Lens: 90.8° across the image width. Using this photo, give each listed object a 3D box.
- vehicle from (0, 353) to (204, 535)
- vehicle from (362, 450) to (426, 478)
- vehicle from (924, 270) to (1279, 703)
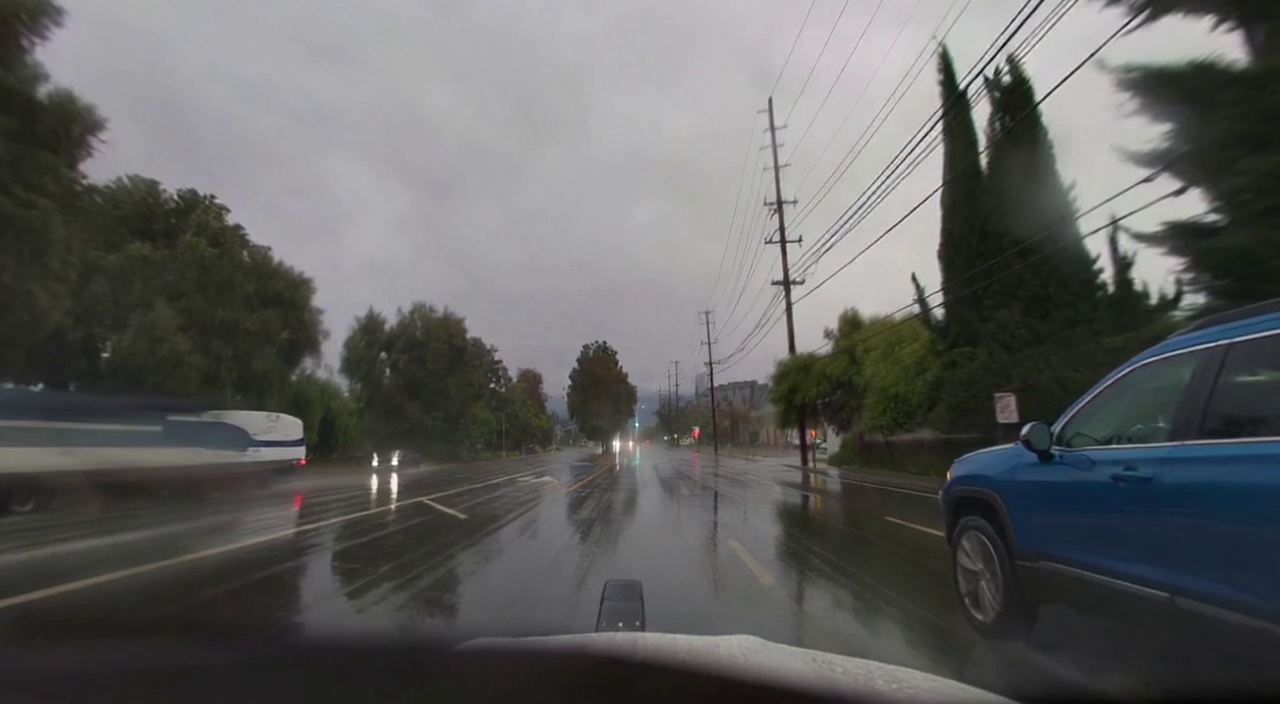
[{"bbox_3d":[-13.972,1.989,13.595,2.980,3.522,8.459,0,-9,1],"label":"vehicle"},{"bbox_3d":[-14.274,6.473,36.896,2.015,1.501,4.307,0,-9,0],"label":"vehicle"},{"bbox_3d":[3.047,0.663,2.016,2.060,1.820,4.713,0,-9,0],"label":"vehicle"}]
